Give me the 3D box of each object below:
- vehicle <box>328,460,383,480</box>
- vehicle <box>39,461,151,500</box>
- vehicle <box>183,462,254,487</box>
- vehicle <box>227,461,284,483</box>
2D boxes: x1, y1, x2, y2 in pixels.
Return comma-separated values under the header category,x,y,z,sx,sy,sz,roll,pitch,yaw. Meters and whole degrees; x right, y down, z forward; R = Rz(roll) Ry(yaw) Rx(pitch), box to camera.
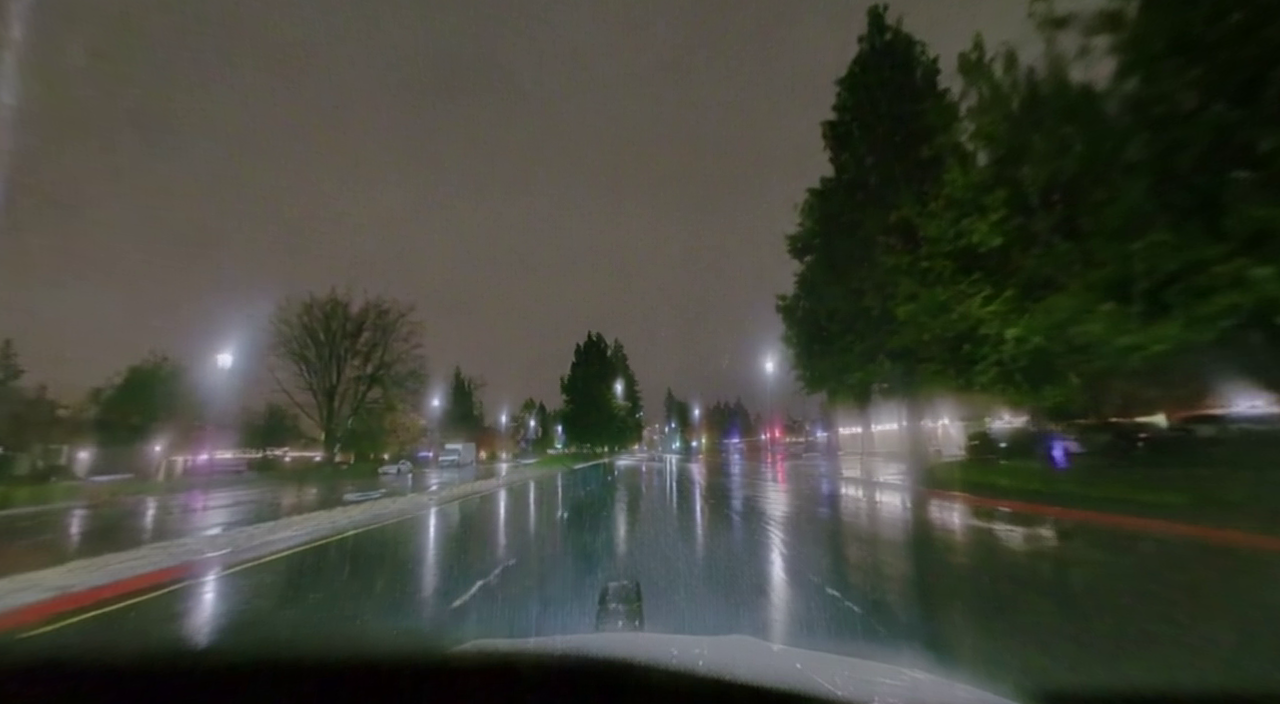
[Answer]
category,x,y,z,sx,sy,sz,roll,pitch,yaw
vehicle,-21.865,9.081,48.564,1.929,1.393,4.611,0,-9,2
vehicle,-29.516,6.938,34.328,2.019,1.696,4.735,-4,-9,-2
vehicle,-31.031,9.018,46.581,1.870,1.601,5.128,0,-9,-2
vehicle,-28.517,8.908,46.826,1.872,1.413,3.806,0,-9,-1
